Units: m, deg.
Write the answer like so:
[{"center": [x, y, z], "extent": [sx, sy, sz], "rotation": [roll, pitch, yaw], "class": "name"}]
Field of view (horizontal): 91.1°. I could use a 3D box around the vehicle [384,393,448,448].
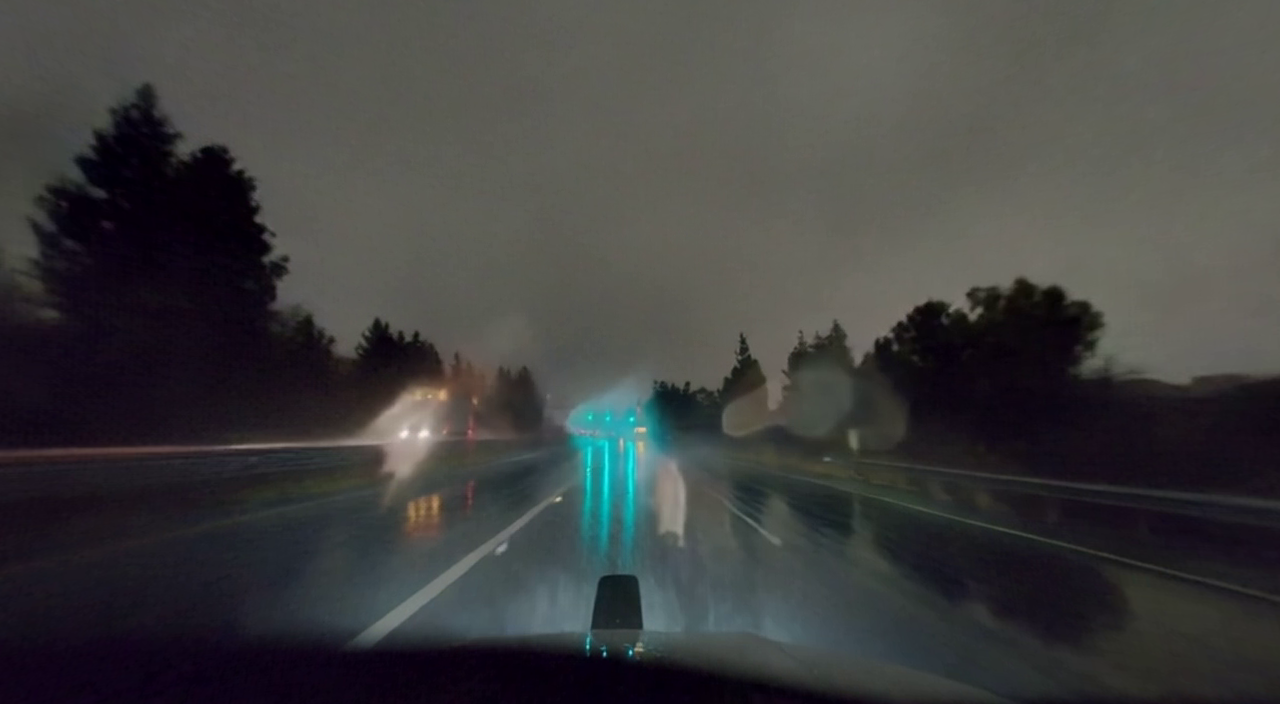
[{"center": [-17.215, 5.379, 48.774], "extent": [2.945, 3.994, 5.608], "rotation": [1, -7, -2], "class": "vehicle"}]
